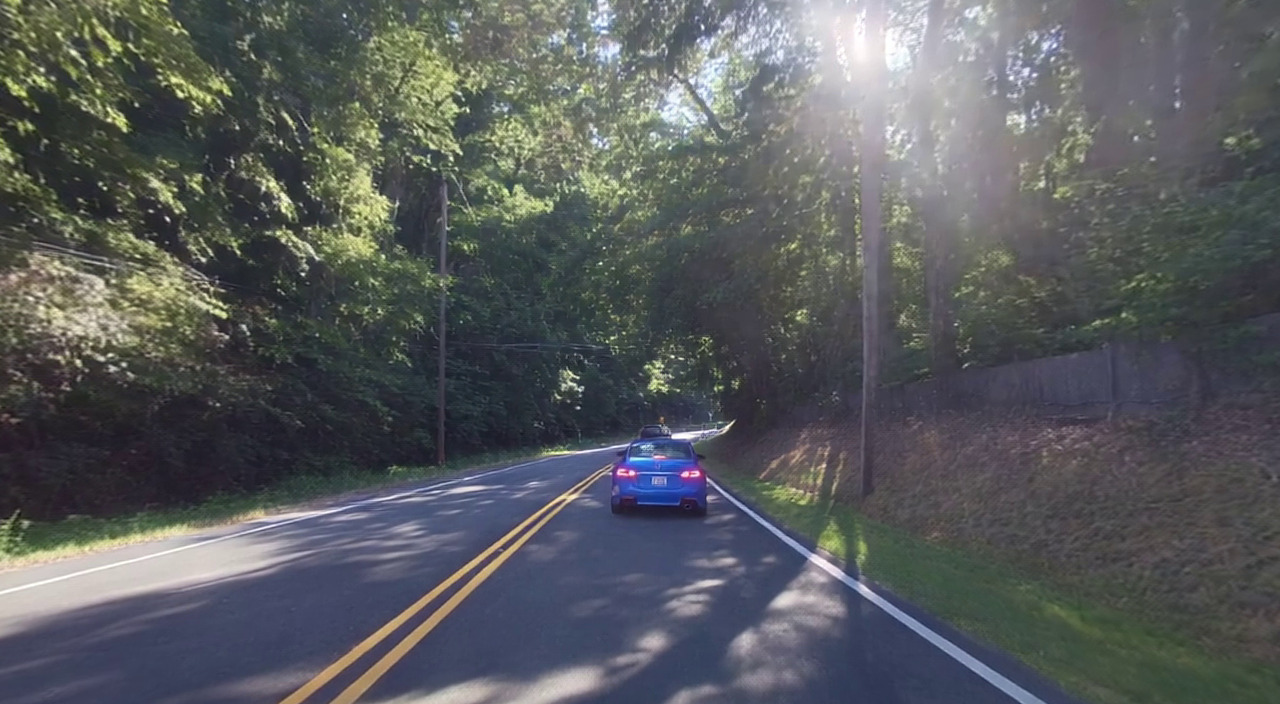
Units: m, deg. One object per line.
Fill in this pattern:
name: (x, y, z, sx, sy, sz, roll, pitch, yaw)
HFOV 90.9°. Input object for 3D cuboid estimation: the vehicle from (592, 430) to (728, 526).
vehicle: (0.325, 2.323, 12.157, 2.187, 1.533, 3.726, 0, -8, 0)
